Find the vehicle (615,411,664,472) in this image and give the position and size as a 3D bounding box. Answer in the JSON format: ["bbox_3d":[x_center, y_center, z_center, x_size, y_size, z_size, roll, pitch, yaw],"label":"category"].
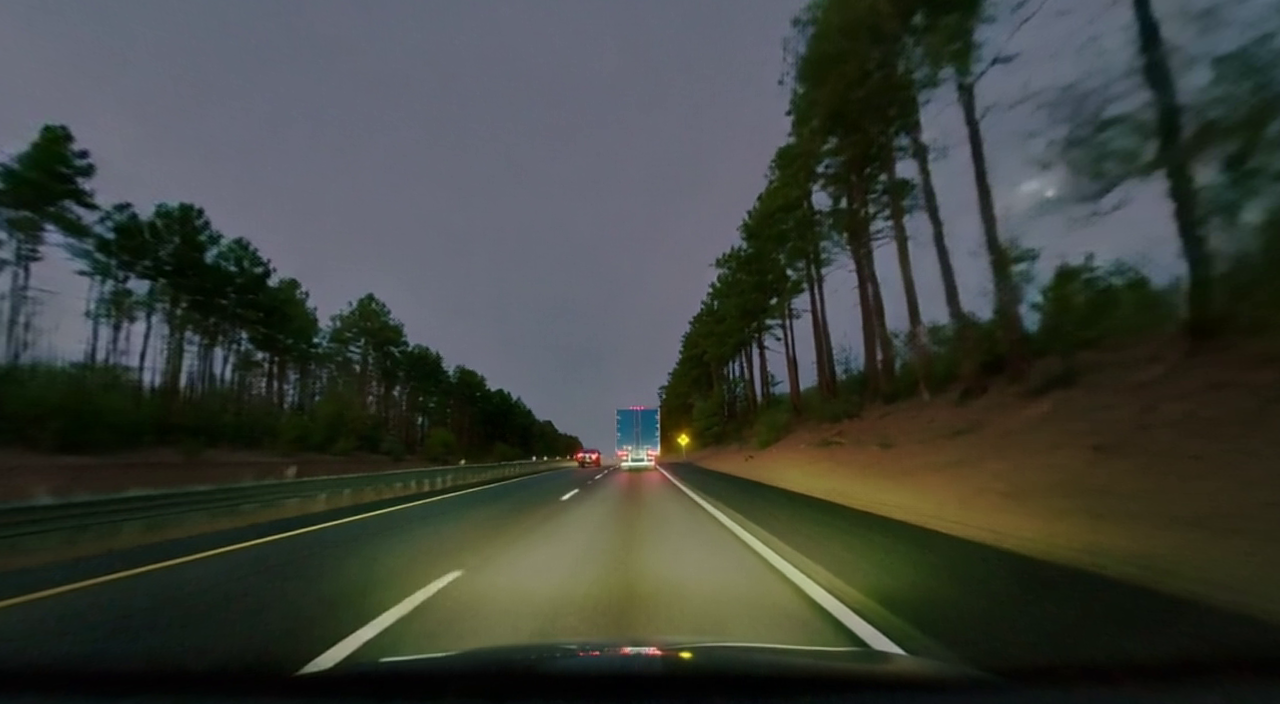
[{"bbox_3d":[-0.102,7.044,49.593,3.320,4.173,11.889,0,-8,-1],"label":"vehicle"}]
